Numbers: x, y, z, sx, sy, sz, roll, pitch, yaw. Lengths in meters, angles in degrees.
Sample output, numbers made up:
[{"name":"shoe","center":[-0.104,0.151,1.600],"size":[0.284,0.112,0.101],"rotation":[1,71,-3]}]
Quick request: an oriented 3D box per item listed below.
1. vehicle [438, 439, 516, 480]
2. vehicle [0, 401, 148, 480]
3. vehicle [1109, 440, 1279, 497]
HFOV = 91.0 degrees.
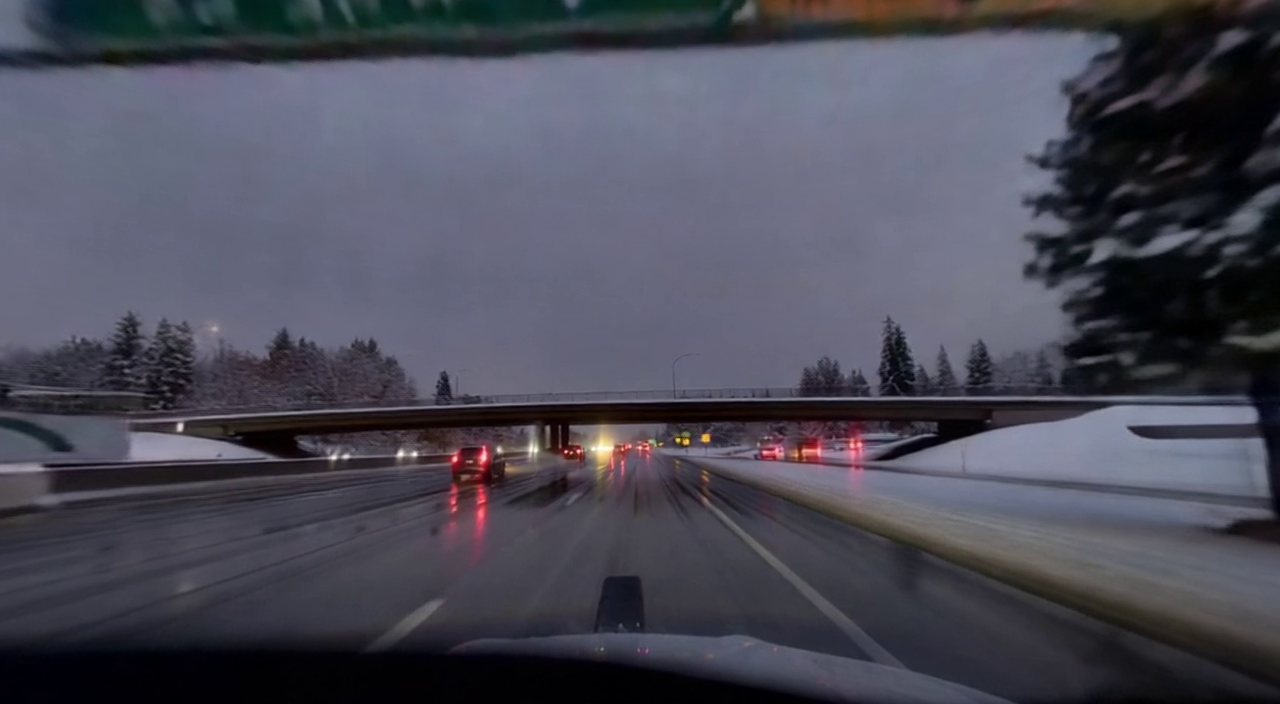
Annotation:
[{"name":"vehicle","center":[-6.422,4.274,25.339],"size":[1.985,1.513,4.172],"rotation":[0,-8,1]},{"name":"vehicle","center":[-35.600,4.953,35.161],"size":[2.945,4.146,16.562],"rotation":[0,-8,0]},{"name":"vehicle","center":[17.934,3.695,20.396],"size":[2.012,1.601,4.565],"rotation":[0,-8,1]}]
